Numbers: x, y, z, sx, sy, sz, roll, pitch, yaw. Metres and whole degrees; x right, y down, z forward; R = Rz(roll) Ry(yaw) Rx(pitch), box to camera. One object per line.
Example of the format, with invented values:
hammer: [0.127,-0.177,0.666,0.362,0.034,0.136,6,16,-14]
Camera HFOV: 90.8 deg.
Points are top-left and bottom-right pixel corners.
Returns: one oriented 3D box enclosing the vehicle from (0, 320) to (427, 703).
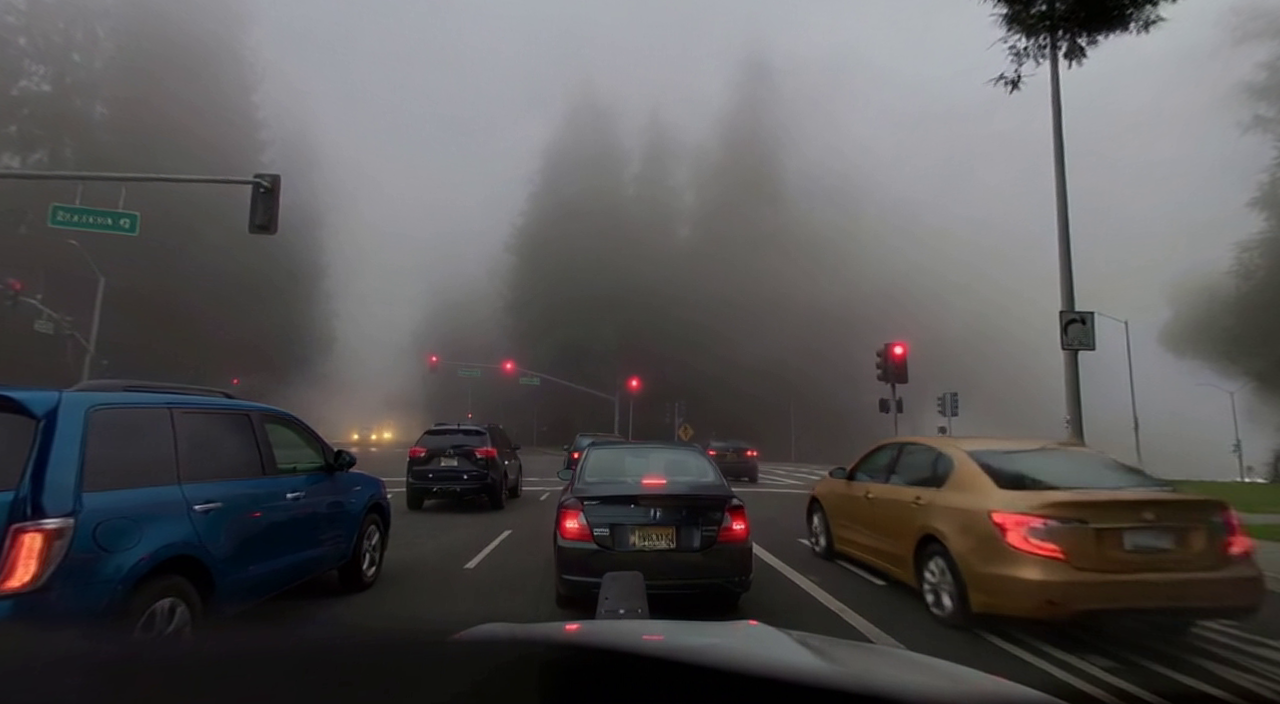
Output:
vehicle: [-3.171,1.055,4.476,1.924,1.737,4.387,0,-9,-2]

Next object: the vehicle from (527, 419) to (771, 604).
vehicle: [-0.061,1.636,7.456,2.001,1.483,4.442,0,-9,-4]

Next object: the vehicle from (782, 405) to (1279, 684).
vehicle: [3.075,1.418,5.970,2.100,1.524,4.746,0,-9,-3]

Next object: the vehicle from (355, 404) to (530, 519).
vehicle: [-3.912,2.312,13.816,2.305,1.984,5.586,0,-8,-3]
